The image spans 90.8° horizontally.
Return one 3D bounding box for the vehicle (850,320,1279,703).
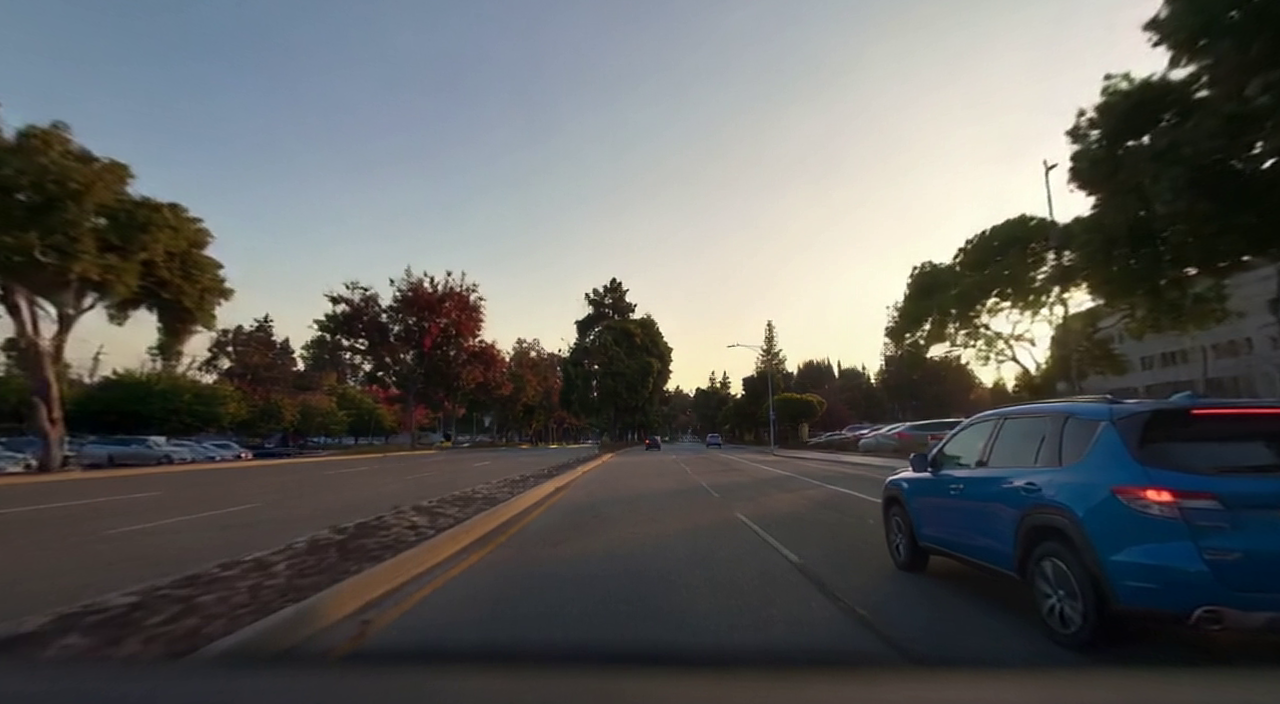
[{"bbox_3d":[3.130,1.029,4.055,2.060,1.665,4.284,0,-8,0],"label":"vehicle"}]
